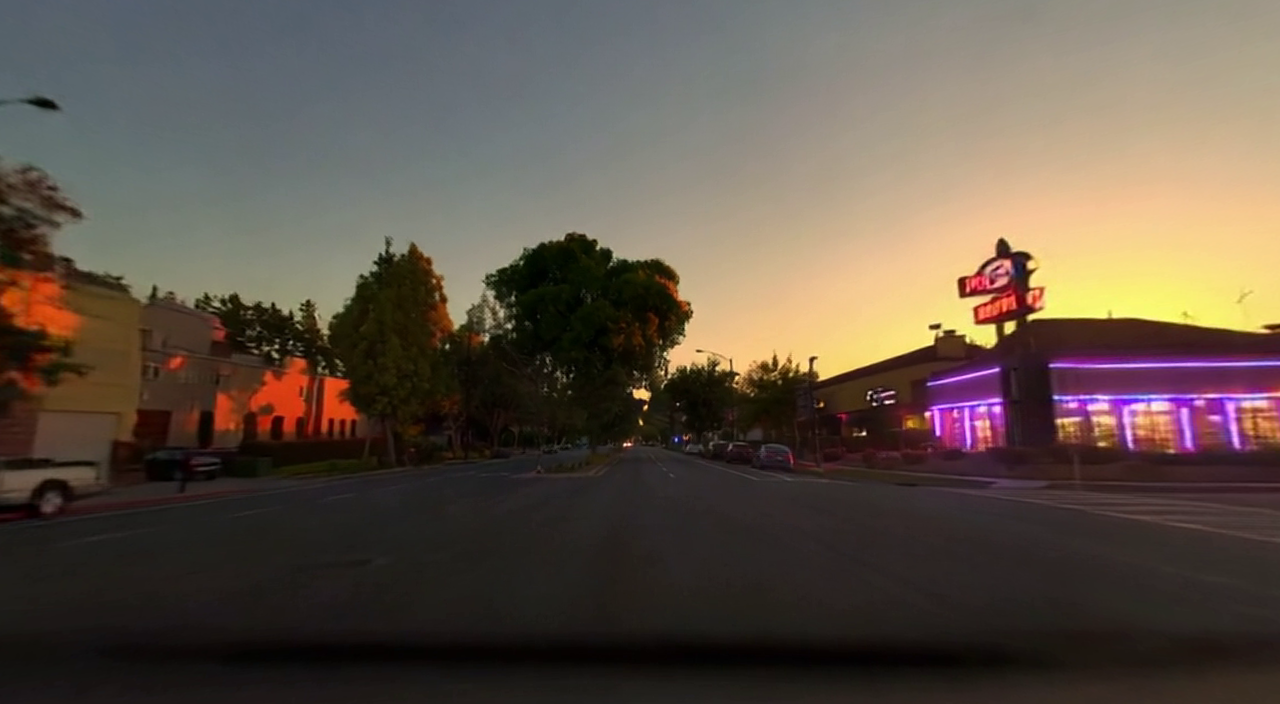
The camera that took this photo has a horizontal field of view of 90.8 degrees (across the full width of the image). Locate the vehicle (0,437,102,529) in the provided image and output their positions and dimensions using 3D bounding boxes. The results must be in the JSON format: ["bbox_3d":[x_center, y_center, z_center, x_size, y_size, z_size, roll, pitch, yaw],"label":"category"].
[{"bbox_3d":[-14.726,2.729,13.023,2.164,1.933,5.804,0,-8,0],"label":"vehicle"}]

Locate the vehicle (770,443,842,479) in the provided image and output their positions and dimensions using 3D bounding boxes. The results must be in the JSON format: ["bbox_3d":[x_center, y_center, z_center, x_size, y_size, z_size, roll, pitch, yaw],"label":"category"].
[{"bbox_3d":[7.351,4.845,28.455,2.057,1.478,4.356,0,-8,0],"label":"vehicle"}]

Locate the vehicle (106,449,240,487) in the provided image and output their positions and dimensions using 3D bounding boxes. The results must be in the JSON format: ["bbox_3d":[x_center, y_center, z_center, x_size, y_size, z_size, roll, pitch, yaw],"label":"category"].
[{"bbox_3d":[-20.533,5.107,27.971,4.193,1.583,2.006,2,-9,-9],"label":"vehicle"}]
